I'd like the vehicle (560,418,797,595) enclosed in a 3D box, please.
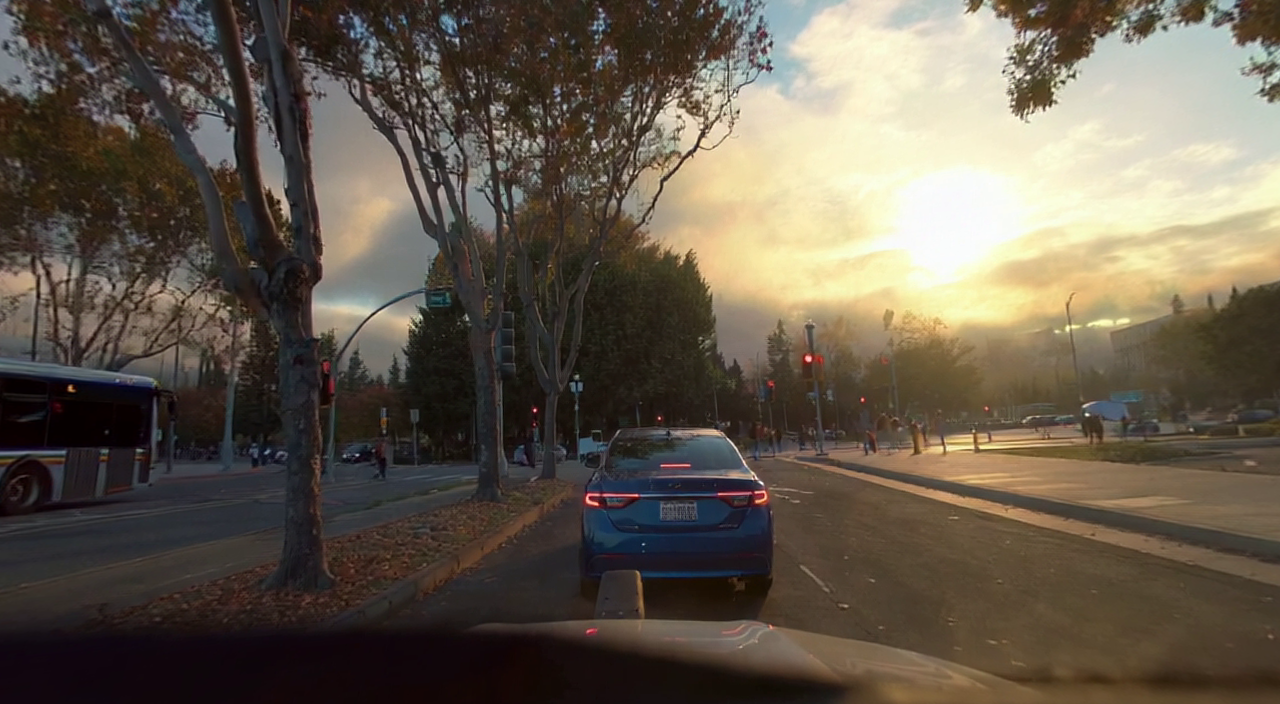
[{"bbox_3d":[0.368,1.616,7.403,2.035,1.499,3.799,0,-8,1],"label":"vehicle"}]
